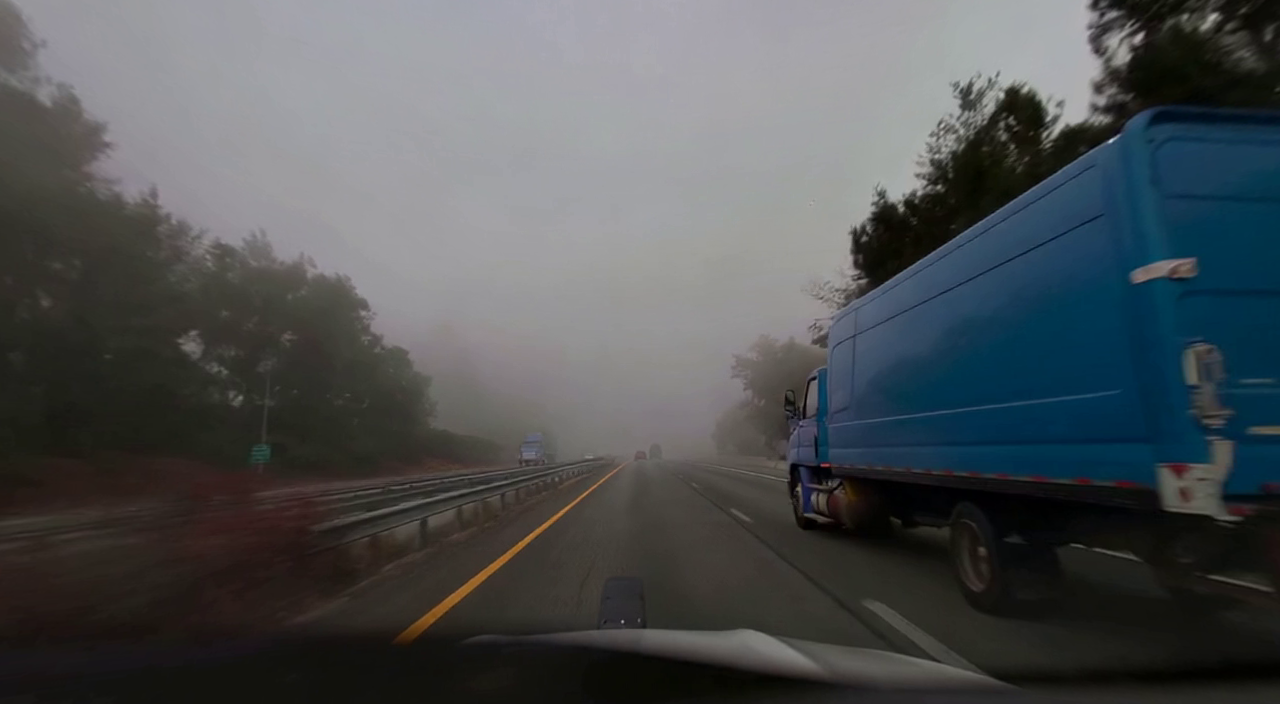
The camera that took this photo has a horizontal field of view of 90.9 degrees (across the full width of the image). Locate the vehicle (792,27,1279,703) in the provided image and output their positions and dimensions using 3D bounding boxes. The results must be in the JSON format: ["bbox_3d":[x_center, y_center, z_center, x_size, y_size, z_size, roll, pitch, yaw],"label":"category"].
[{"bbox_3d":[4.104,0.661,6.632,2.920,3.288,7.793,0,-9,-1],"label":"vehicle"}]
